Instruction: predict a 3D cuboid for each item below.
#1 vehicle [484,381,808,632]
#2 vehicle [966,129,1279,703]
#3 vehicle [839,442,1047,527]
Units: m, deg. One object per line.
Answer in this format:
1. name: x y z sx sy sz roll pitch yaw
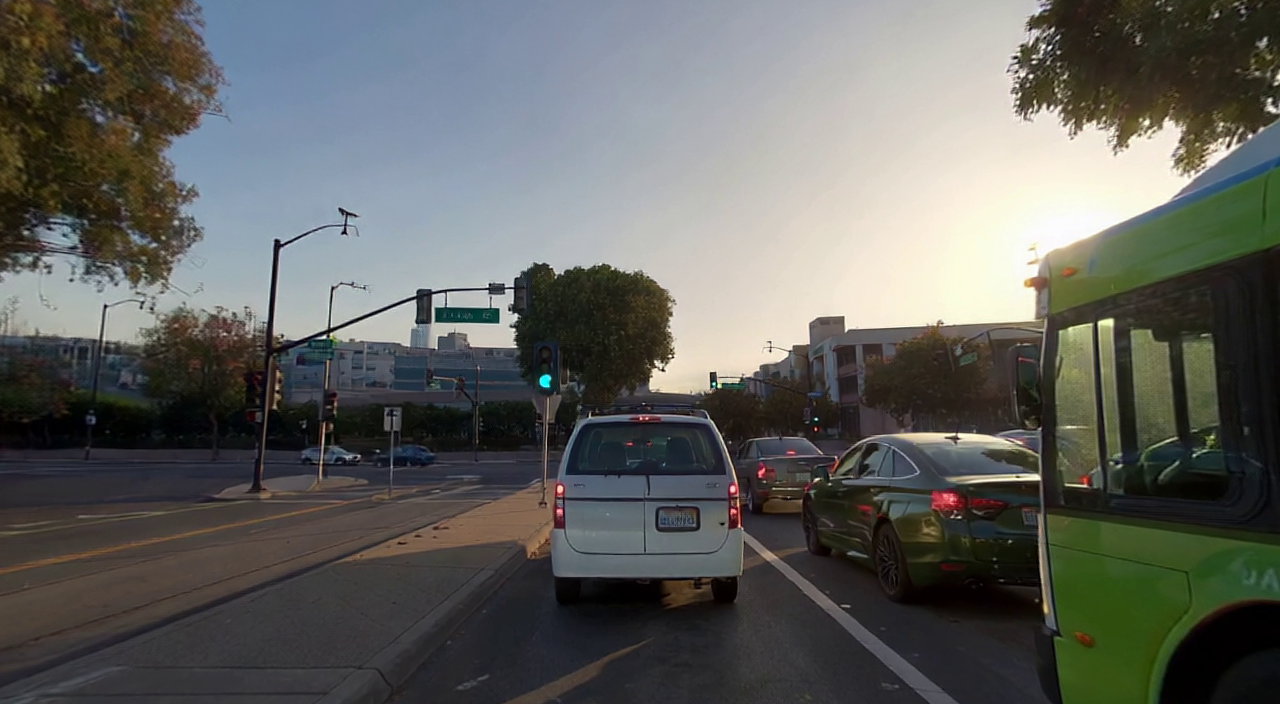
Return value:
1. vehicle: 0.018 1.475 7.012 2.381 1.842 4.603 0 -8 -1
2. vehicle: 2.618 0.318 0.431 2.037 2.065 5.037 0 -8 0
3. vehicle: 5.986 2.639 13.228 1.987 1.457 4.675 0 -8 -1
